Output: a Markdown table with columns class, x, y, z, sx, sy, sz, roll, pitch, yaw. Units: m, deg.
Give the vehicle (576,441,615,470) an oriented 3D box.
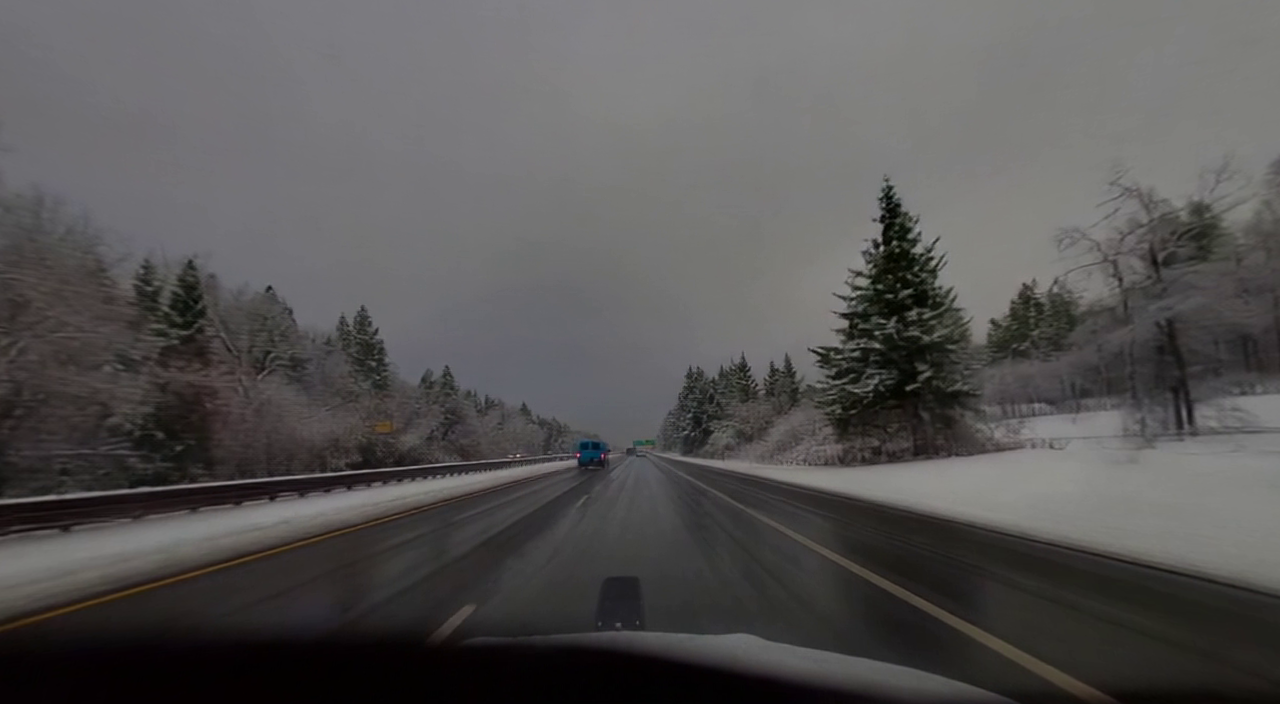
| class | x | y | z | sx | sy | sz | roll | pitch | yaw |
| --- | --- | --- | --- | --- | --- | --- | --- | --- | --- |
| vehicle | -3.129 | 7.416 | 45.483 | 2.349 | 1.973 | 5.419 | 0 | -9 | 0 |
